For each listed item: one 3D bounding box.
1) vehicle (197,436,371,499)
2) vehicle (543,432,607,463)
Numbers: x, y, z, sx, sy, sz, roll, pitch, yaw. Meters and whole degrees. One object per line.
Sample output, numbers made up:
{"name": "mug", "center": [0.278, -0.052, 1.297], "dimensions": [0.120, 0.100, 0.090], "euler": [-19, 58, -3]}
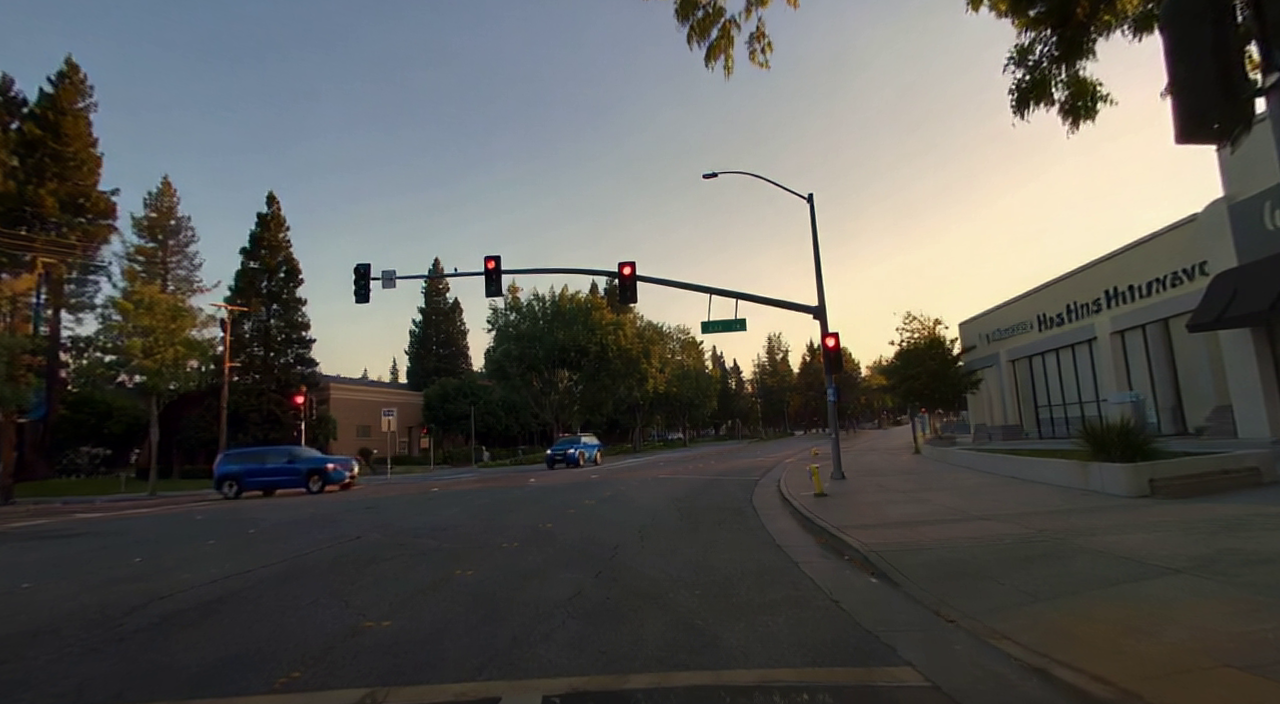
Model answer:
{"name": "vehicle", "center": [-11.948, 3.887, 21.501], "dimensions": [4.715, 1.745, 2.026], "euler": [-3, -8, -4]}
{"name": "vehicle", "center": [-3.931, 5.958, 39.334], "dimensions": [2.244, 1.792, 4.648], "euler": [-3, -9, 18]}
